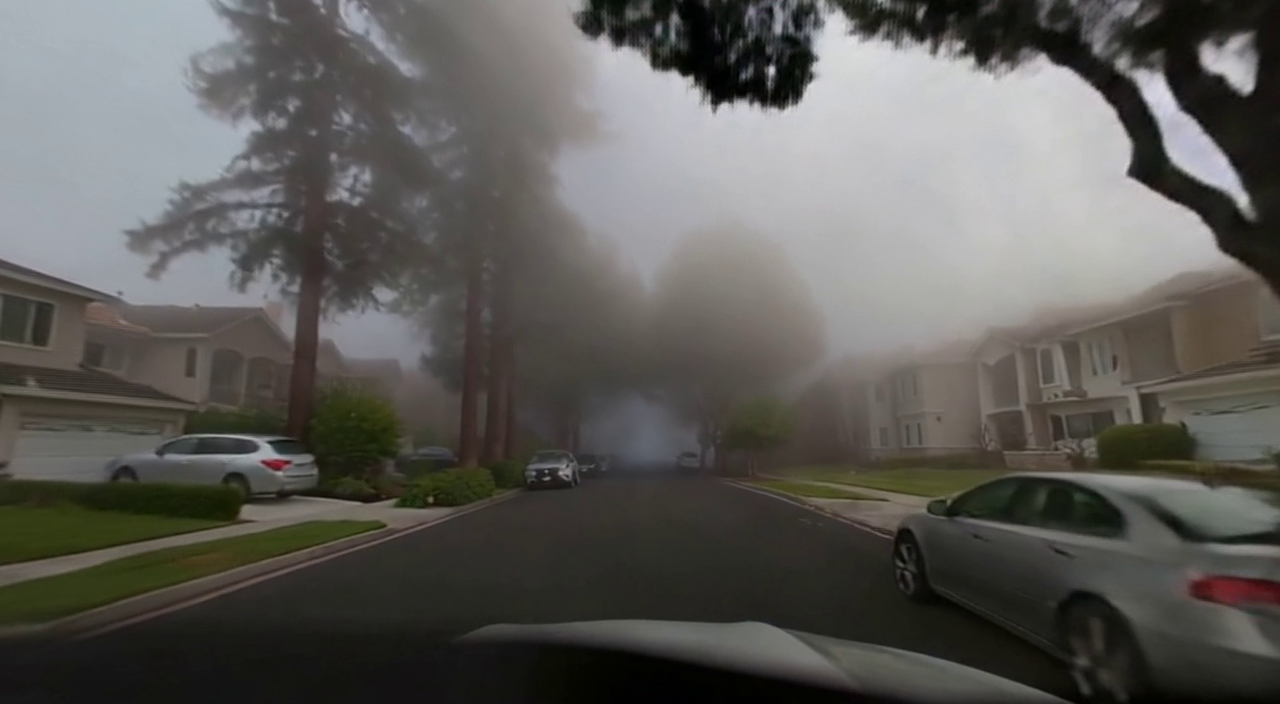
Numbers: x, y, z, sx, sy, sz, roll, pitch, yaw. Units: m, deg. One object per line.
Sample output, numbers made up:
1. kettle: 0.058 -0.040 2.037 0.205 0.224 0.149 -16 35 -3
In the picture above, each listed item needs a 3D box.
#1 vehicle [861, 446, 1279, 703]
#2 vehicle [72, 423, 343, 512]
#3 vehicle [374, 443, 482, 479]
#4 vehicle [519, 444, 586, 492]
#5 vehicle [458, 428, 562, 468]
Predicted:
1. vehicle: 3.372 1.411 4.583 1.996 1.409 4.446 0 -9 1
2. vehicle: -9.230 2.465 13.727 4.480 1.740 1.988 -1 -9 5
3. vehicle: -10.101 5.208 30.271 4.414 1.658 1.988 0 -9 0
4. vehicle: -3.306 4.506 24.607 1.974 1.664 4.539 0 -10 0
5. vehicle: -9.280 6.952 45.659 6.780 2.770 2.970 0 -9 2
